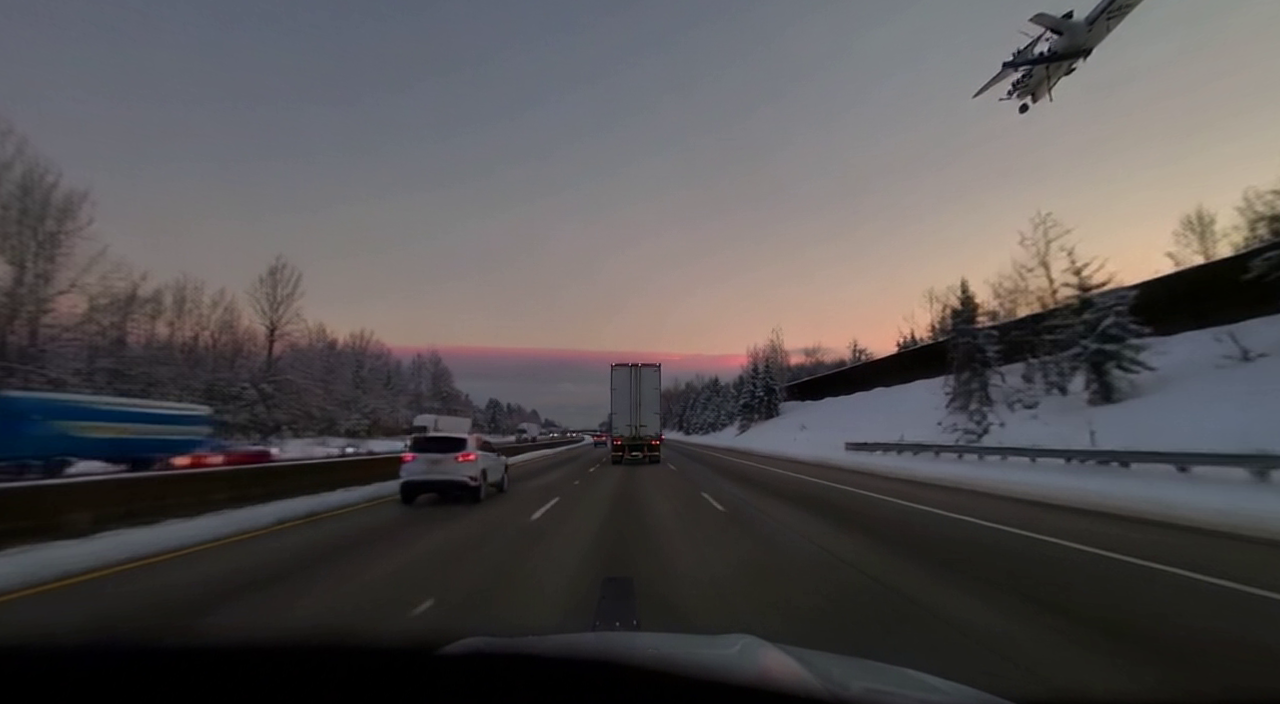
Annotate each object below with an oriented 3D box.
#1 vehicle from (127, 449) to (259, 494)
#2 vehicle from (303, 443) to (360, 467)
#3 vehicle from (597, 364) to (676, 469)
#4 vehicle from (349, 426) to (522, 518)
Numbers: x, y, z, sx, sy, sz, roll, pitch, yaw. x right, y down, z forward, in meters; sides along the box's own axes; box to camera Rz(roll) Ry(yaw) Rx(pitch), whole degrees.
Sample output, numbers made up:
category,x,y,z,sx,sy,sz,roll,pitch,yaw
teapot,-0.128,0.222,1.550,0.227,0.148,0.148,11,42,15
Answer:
category,x,y,z,sx,sy,sz,roll,pitch,yaw
vehicle,-17.827,4.763,25.432,1.937,1.517,4.626,0,-8,0
vehicle,-21.515,7.171,44.005,1.842,1.540,4.093,0,-8,1
vehicle,-0.194,3.540,32.130,2.965,3.972,16.689,0,-8,0
vehicle,-3.857,2.316,12.816,2.005,1.521,4.454,0,-8,0
